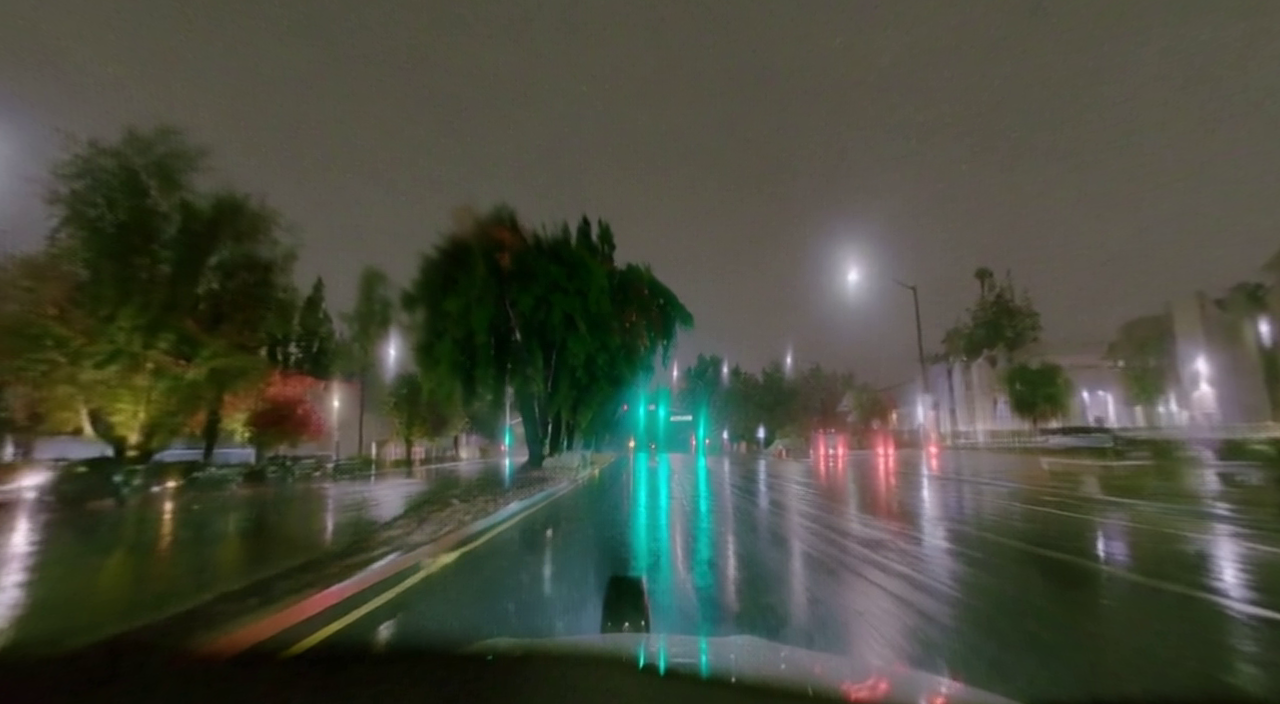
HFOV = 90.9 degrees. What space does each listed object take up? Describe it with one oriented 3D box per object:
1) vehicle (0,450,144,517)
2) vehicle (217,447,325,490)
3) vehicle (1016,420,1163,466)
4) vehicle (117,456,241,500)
[{"bbox_3d":[-18.196,3.914,19.300,2.115,1.716,4.900,0,-8,-2],"label":"vehicle"},{"bbox_3d":[-17.817,5.581,30.799,1.941,1.848,5.279,-1,-8,2],"label":"vehicle"},{"bbox_3d":[22.195,4.503,31.286,5.532,2.065,2.166,-1,-8,0],"label":"vehicle"},{"bbox_3d":[-18.197,4.958,25.166,1.736,1.489,4.347,0,-8,-2],"label":"vehicle"}]
